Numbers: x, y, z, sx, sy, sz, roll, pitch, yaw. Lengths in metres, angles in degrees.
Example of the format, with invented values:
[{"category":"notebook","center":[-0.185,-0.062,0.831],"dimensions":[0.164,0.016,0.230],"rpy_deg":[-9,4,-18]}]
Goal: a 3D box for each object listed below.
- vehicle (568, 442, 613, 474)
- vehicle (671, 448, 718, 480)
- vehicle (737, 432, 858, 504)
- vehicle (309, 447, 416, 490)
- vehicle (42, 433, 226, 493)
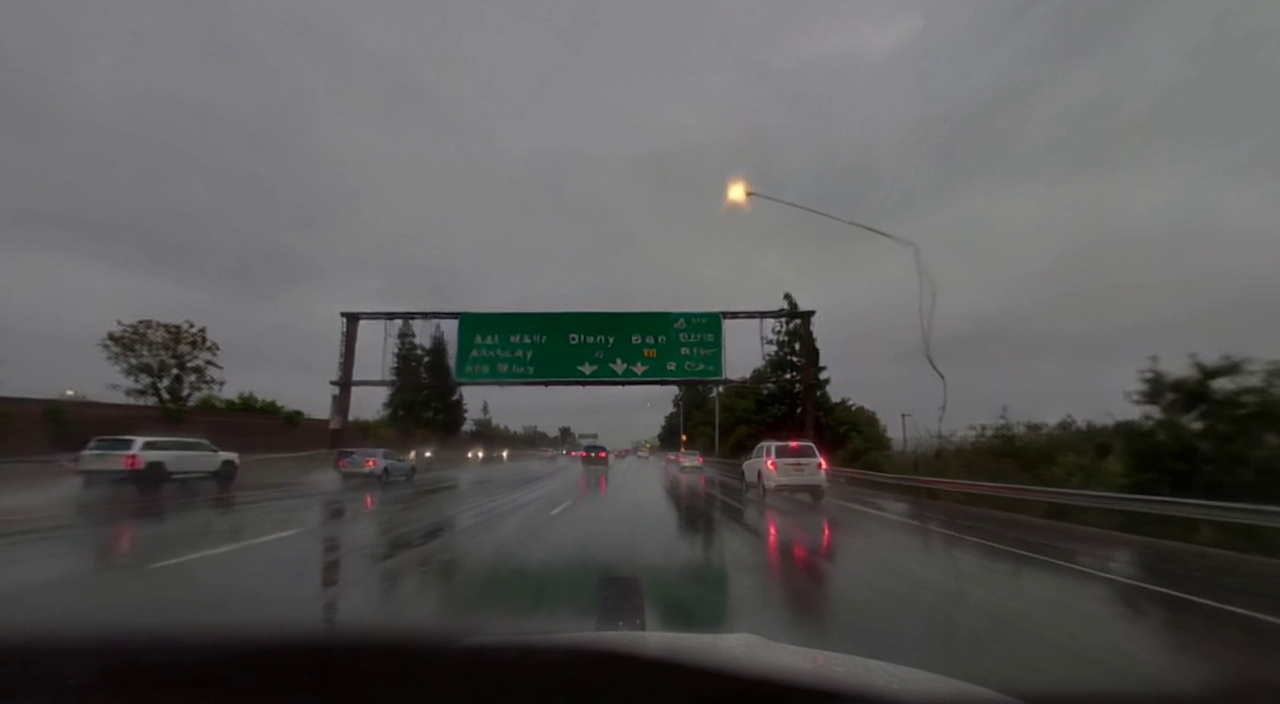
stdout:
[{"category":"vehicle","center":[-3.061,6.735,40.238],"dimensions":[2.449,1.929,5.503],"rpy_deg":[0,-9,0]},{"category":"vehicle","center":[2.785,5.846,33.240],"dimensions":[2.126,1.529,4.438],"rpy_deg":[0,-9,1]},{"category":"vehicle","center":[4.298,3.273,18.156],"dimensions":[2.218,1.776,4.807],"rpy_deg":[0,-9,0]},{"category":"vehicle","center":[-10.515,4.422,24.331],"dimensions":[1.974,1.472,4.684],"rpy_deg":[0,-9,0]},{"category":"vehicle","center":[-16.924,3.730,21.502],"dimensions":[2.181,1.819,4.830],"rpy_deg":[0,-9,1]}]
